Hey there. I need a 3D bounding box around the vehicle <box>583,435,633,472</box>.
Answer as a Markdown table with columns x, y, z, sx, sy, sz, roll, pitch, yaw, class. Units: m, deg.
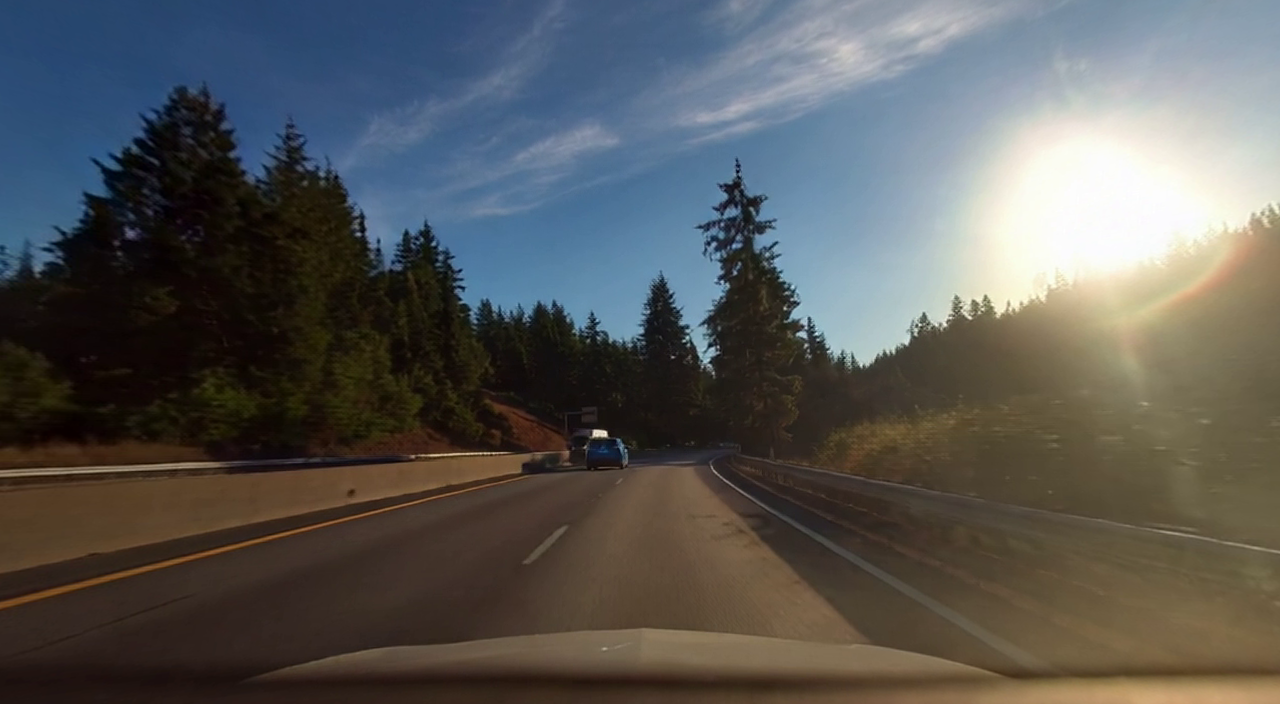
| x | y | z | sx | sy | sz | roll | pitch | yaw | class |
| --- | --- | --- | --- | --- | --- | --- | --- | --- | --- |
| -1.575 | 5.279 | 33.040 | 2.005 | 1.752 | 4.479 | -1 | -8 | 5 | vehicle |
